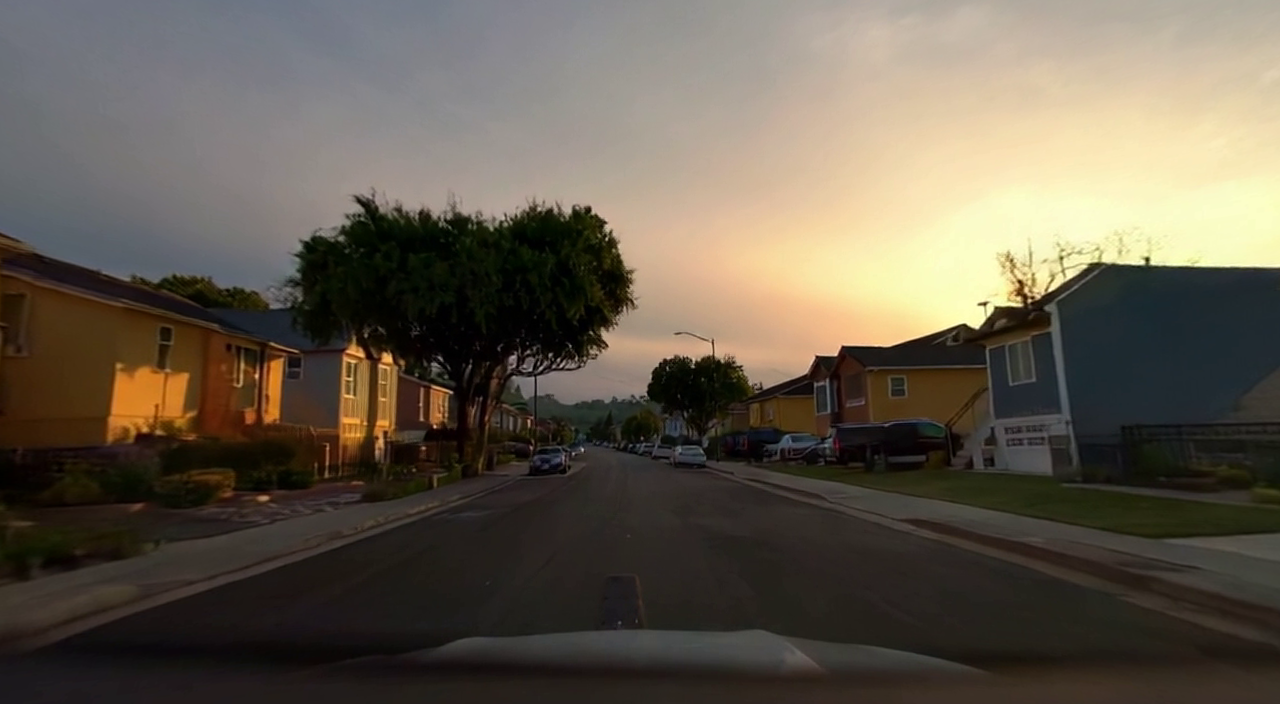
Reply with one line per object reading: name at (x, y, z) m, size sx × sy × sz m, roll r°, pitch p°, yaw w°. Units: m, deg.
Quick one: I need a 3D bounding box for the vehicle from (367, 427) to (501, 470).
vehicle at (-9.964, 4.745, 30.945) m, size 5.843 × 1.985 × 2.294 m, roll 1°, pitch -9°, yaw -6°

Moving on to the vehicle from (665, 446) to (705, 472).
vehicle at (2.682, 6.420, 38.091) m, size 1.869 × 1.458 × 4.324 m, roll 1°, pitch -8°, yaw -3°

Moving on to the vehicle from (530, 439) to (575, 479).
vehicle at (-4.905, 6.013, 35.907) m, size 2.230 × 1.782 × 4.628 m, roll 0°, pitch -4°, yaw -4°

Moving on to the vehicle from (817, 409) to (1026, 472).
vehicle at (9.084, 2.926, 20.766) m, size 5.799 × 1.927 × 2.214 m, roll 0°, pitch -8°, yaw -1°

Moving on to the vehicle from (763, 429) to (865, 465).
vehicle at (8.639, 4.776, 31.543) m, size 4.511 × 1.719 × 1.937 m, roll 0°, pitch -8°, yaw -3°
